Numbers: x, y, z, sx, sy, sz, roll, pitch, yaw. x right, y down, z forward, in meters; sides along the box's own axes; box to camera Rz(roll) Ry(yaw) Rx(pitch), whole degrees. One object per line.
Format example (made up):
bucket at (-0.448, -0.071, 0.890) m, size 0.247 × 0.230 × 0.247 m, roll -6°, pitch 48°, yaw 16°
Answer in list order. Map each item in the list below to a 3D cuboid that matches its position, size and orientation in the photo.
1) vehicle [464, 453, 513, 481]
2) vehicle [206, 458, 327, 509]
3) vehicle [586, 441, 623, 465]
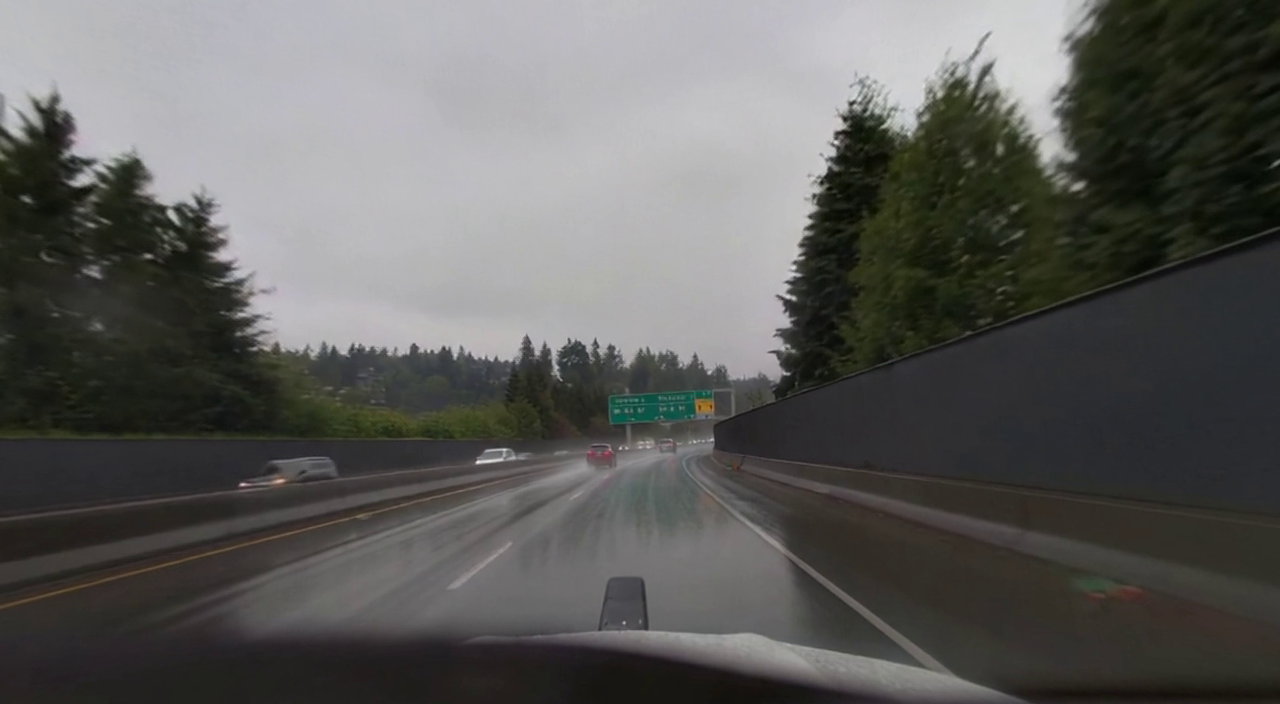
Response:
vehicle at (-9.795, 7.446, 41.027) m, size 1.931 × 1.645 × 4.338 m, roll 0°, pitch -8°, yaw 3°
vehicle at (-14.538, 5.096, 24.858) m, size 1.909 × 1.706 × 4.501 m, roll 0°, pitch -8°, yaw 1°
vehicle at (-2.252, 6.590, 41.284) m, size 1.985 × 1.518 × 3.847 m, roll -1°, pitch -8°, yaw 4°
